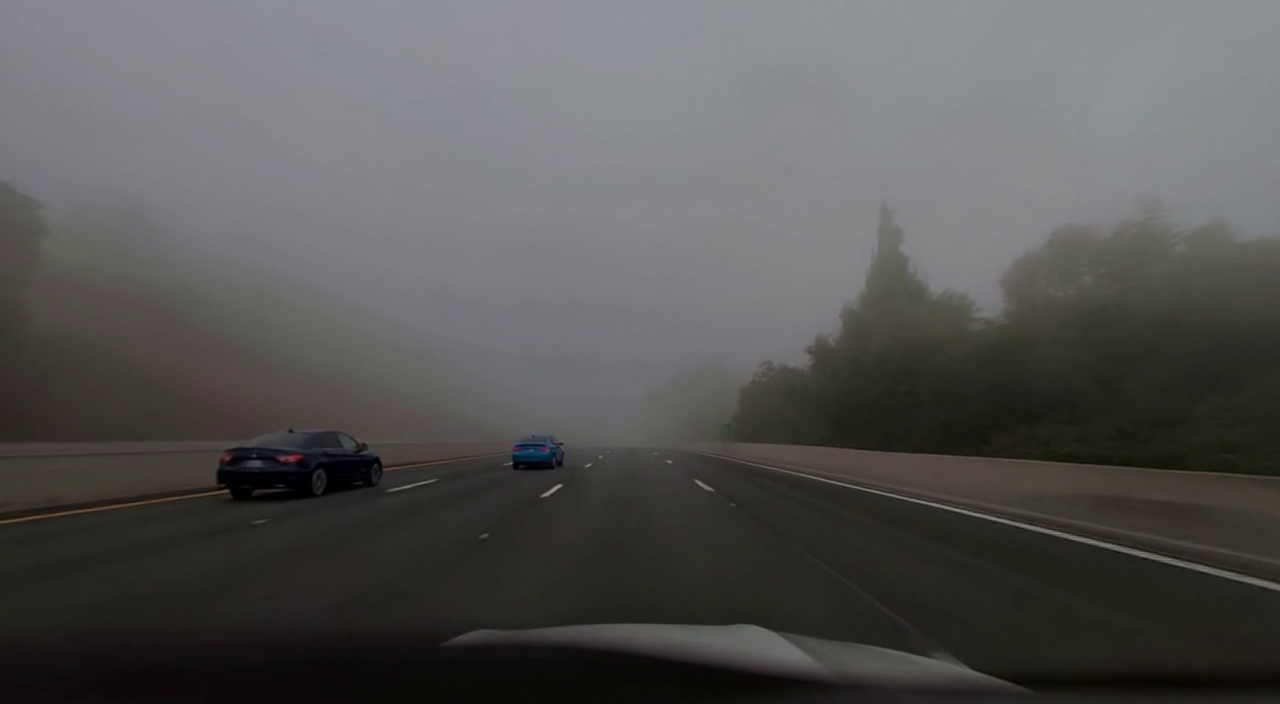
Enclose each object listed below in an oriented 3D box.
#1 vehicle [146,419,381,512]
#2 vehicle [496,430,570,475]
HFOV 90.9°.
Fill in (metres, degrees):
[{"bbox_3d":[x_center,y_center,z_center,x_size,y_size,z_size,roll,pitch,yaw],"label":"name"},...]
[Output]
[{"bbox_3d":[-7.286,2.232,12.956,1.983,1.535,4.652,0,-8,0],"label":"vehicle"},{"bbox_3d":[-3.847,3.697,23.513,2.026,1.517,4.325,0,-8,0],"label":"vehicle"}]
